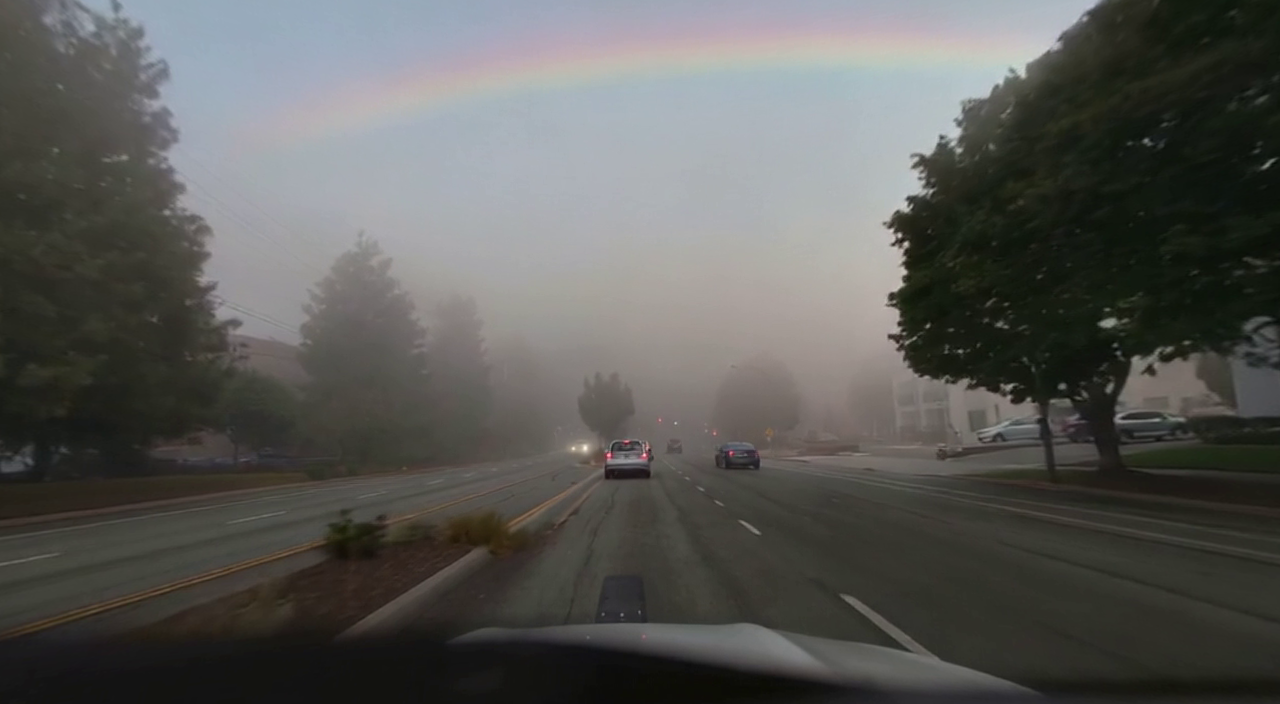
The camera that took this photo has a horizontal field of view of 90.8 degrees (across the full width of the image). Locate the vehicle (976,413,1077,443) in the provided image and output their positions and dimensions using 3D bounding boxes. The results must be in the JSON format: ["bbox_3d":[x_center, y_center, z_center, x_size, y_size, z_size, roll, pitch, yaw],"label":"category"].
[{"bbox_3d":[22.356,4.430,36.658,4.531,1.432,1.949,-3,-8,-1],"label":"vehicle"}]

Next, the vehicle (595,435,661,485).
[{"bbox_3d":[-0.378,3.850,22.824,2.181,1.639,4.127,0,-8,1],"label":"vehicle"}]

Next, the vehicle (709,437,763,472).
[{"bbox_3d":[4.743,5.099,31.703,1.987,1.613,4.081,0,-8,-1],"label":"vehicle"}]

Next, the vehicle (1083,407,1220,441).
[{"bbox_3d":[22.651,3.216,28.094,4.441,1.444,1.870,0,-7,0],"label":"vehicle"}]
